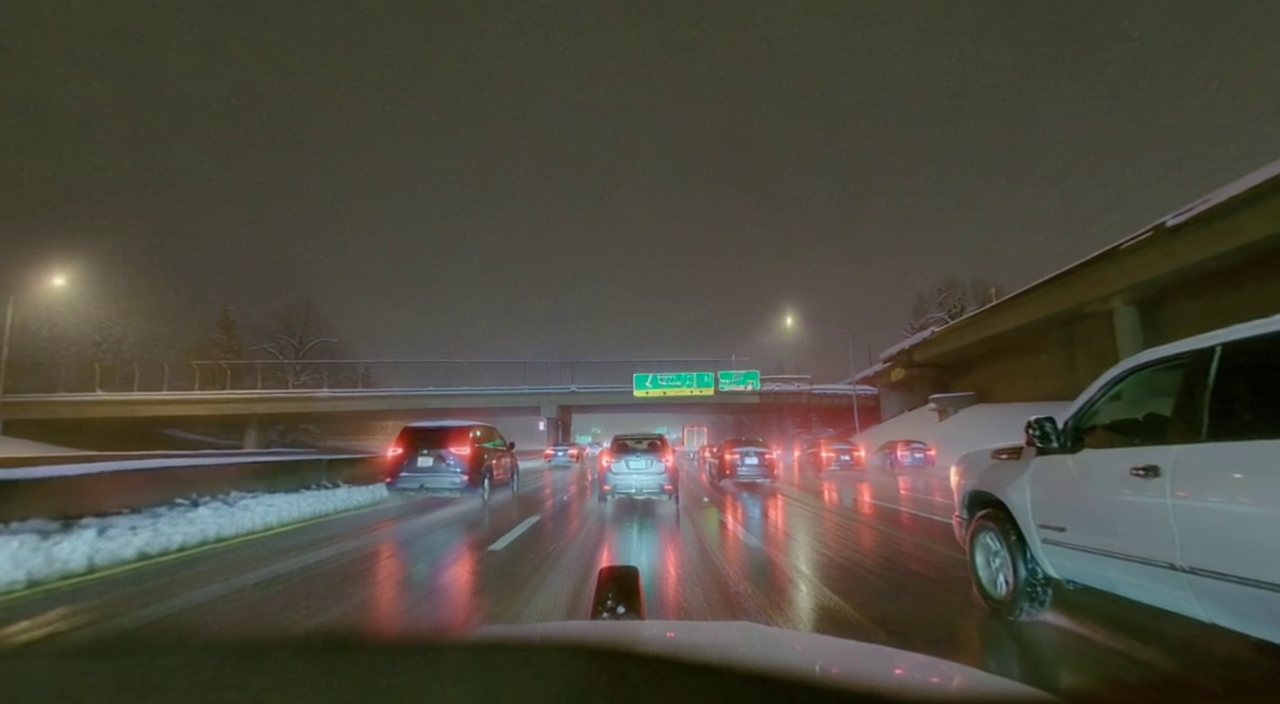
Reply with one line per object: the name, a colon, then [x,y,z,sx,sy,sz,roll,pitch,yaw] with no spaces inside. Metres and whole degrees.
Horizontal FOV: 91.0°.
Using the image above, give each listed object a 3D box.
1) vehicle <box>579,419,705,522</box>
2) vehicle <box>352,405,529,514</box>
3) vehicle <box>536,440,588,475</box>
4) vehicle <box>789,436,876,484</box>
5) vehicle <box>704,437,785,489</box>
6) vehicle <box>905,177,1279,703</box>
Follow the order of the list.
vehicle: [0.053,2.381,13.104,2.181,1.756,4.167,0,-9,0]
vehicle: [-4.453,2.563,15.440,2.212,2.101,6.052,0,-9,1]
vehicle: [-3.961,5.451,32.770,1.982,1.655,4.604,0,-9,1]
vehicle: [7.675,4.354,25.685,2.054,1.769,4.693,0,-9,0]
vehicle: [3.543,3.852,22.222,2.022,1.633,4.651,1,-9,-1]
vehicle: [3.474,0.577,2.768,2.300,2.242,5.327,0,-9,0]
